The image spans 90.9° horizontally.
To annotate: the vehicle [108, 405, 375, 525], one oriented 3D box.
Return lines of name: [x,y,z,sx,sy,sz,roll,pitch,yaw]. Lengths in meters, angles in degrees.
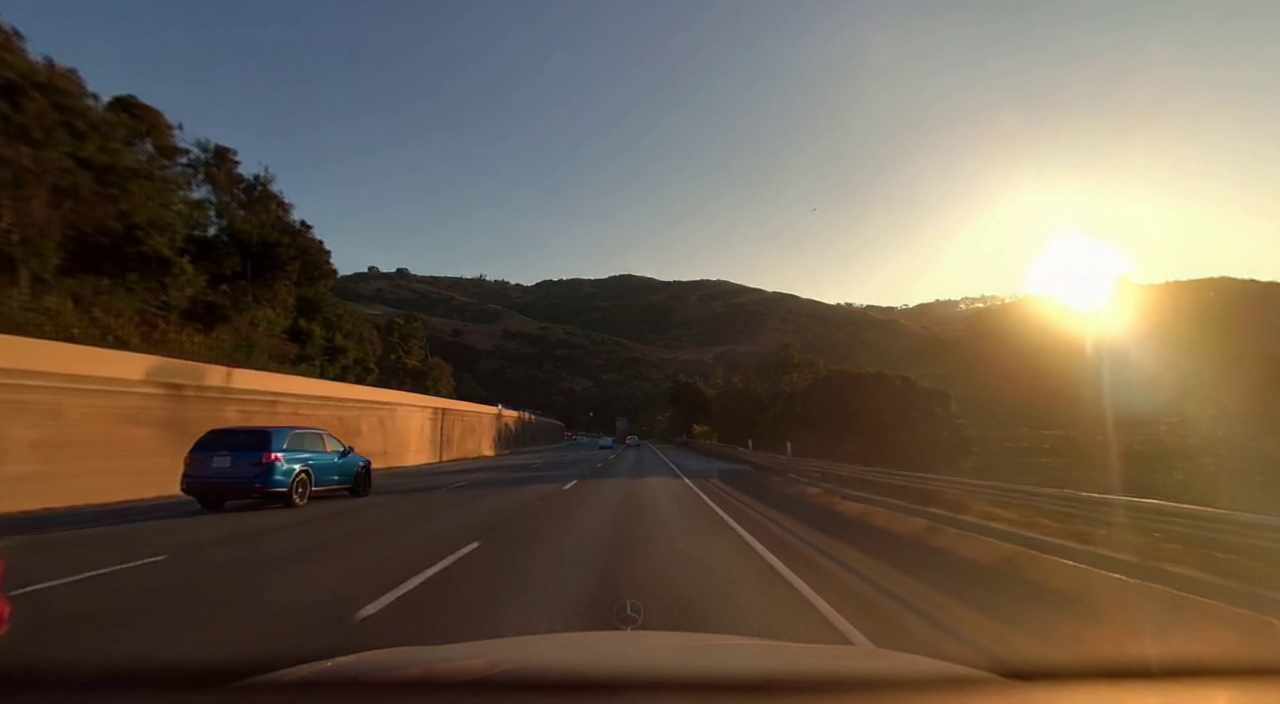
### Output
vehicle: [-7.514,2.202,12.757,2.151,1.925,4.945,0,-9,0]
